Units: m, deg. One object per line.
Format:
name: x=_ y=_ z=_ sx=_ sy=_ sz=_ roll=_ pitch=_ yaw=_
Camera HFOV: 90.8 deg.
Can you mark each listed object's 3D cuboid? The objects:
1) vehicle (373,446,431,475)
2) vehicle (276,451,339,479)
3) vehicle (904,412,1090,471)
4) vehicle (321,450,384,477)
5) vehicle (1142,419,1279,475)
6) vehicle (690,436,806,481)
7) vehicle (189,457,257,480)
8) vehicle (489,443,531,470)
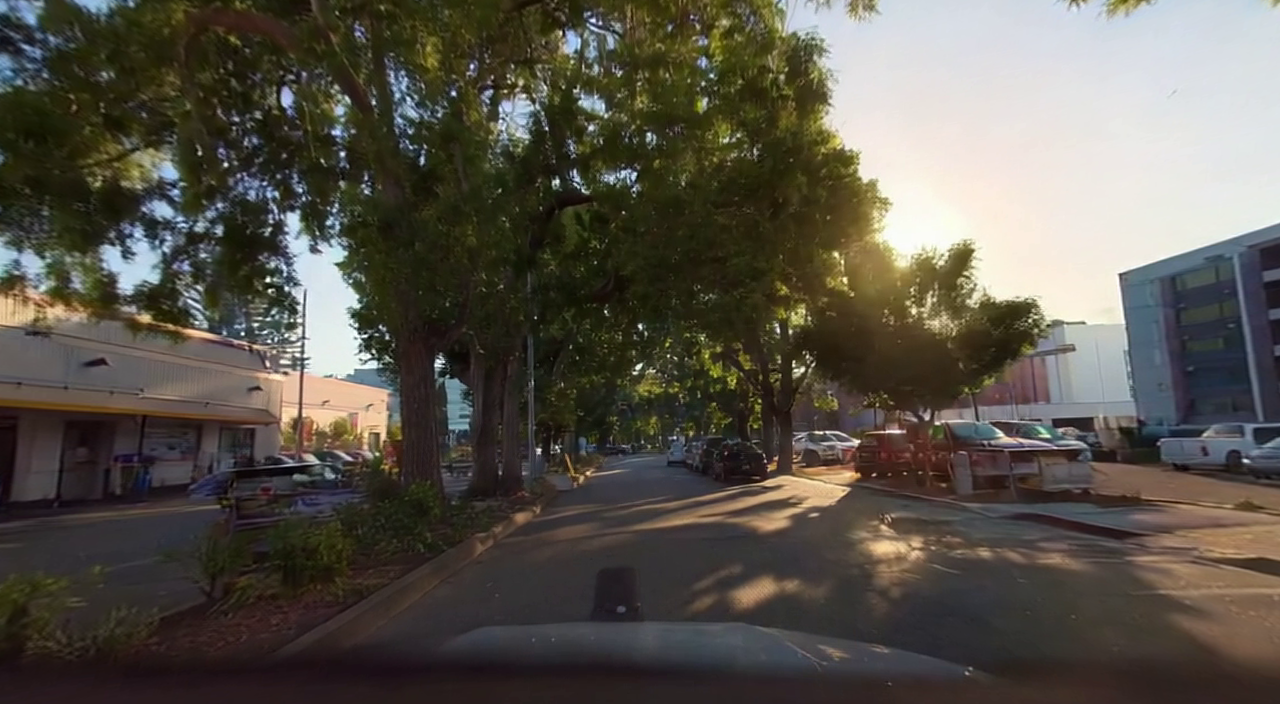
vehicle: x=-15.096 y=6.875 z=40.378 sx=1.888 sy=1.657 sz=4.138 roll=-1 pitch=-8 yaw=3
vehicle: x=-20.951 y=7.117 z=39.988 sx=1.880 sy=1.617 sz=3.870 roll=0 pitch=-8 yaw=0
vehicle: x=13.159 y=3.323 z=23.540 sx=5.540 sy=2.045 sz=2.259 roll=0 pitch=-8 yaw=-3
vehicle: x=-17.939 y=6.944 z=39.638 sx=1.850 sy=1.531 sz=4.256 roll=0 pitch=-8 yaw=2
vehicle: x=25.083 y=4.031 z=26.884 sx=5.596 sy=2.168 sz=2.307 roll=2 pitch=-7 yaw=-5
vehicle: x=4.519 y=4.368 z=26.218 sx=4.626 sy=1.723 sz=1.939 roll=5 pitch=-10 yaw=-33
vehicle: x=-29.446 y=8.227 z=44.760 sx=1.849 sy=1.444 sz=4.533 roll=0 pitch=-9 yaw=-2
vehicle: x=-8.622 y=6.935 z=42.206 sx=1.993 sy=1.640 sz=4.457 roll=0 pitch=-8 yaw=-2
